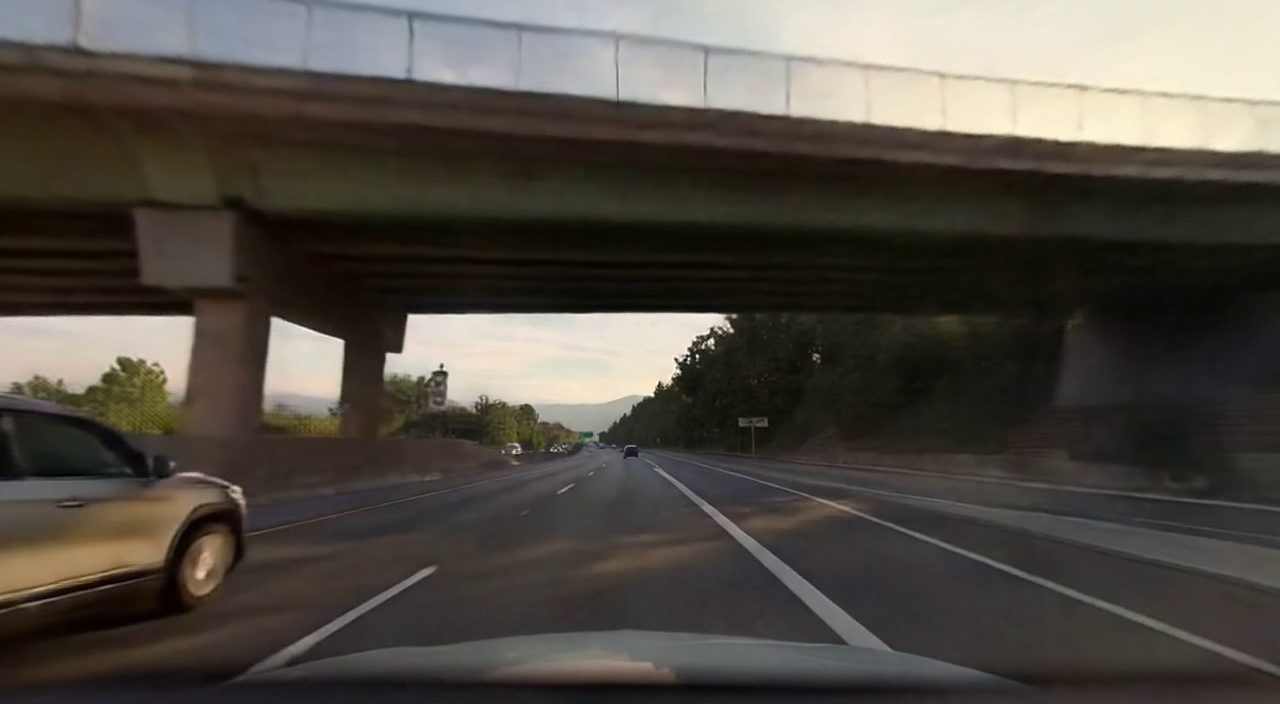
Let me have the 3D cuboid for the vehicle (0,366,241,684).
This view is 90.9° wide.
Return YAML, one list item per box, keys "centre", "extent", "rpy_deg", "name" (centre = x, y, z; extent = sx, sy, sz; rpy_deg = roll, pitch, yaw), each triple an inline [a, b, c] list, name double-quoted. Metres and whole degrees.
- centre: [-4.673, 0.912, 3.173]
  extent: [2.221, 1.750, 4.706]
  rpy_deg: [0, -9, 0]
  name: "vehicle"
